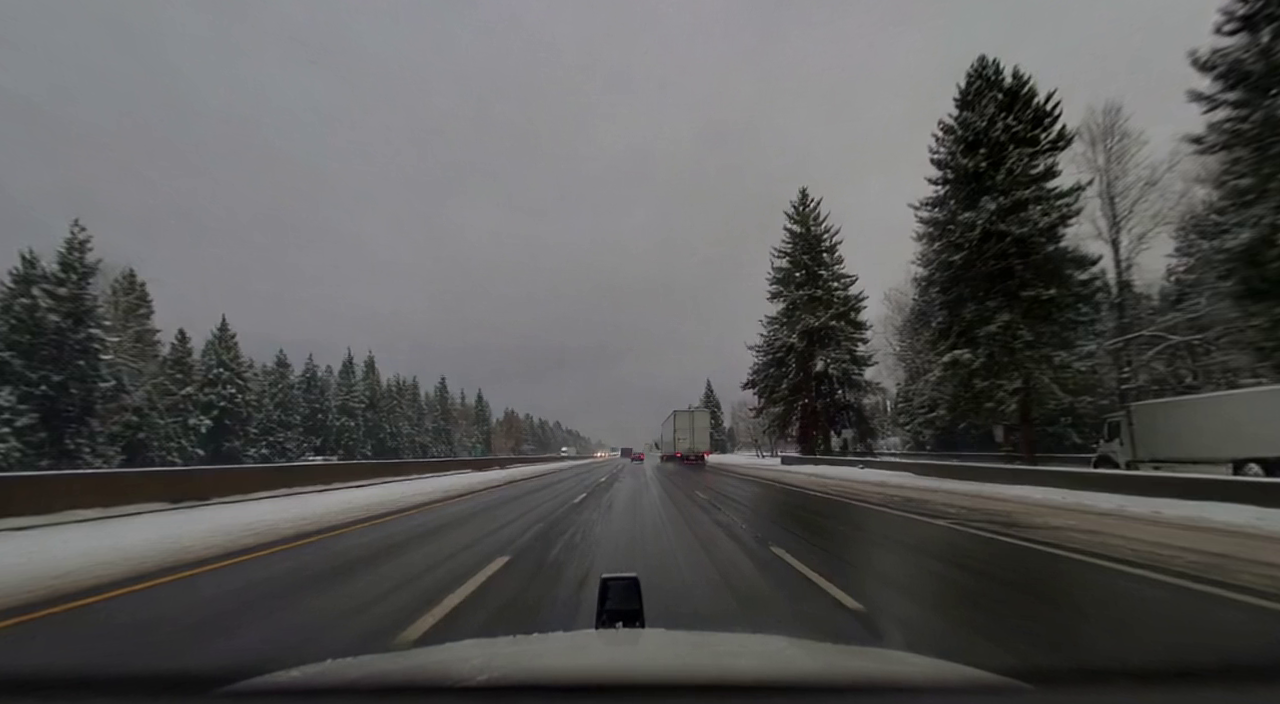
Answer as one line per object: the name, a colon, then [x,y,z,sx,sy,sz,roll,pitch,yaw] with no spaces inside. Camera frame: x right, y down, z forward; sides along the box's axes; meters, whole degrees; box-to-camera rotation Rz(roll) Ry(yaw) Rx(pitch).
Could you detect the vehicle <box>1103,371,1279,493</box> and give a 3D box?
vehicle: [21.040,2.796,21.469,2.926,3.647,10.810,-1,-9,4]
